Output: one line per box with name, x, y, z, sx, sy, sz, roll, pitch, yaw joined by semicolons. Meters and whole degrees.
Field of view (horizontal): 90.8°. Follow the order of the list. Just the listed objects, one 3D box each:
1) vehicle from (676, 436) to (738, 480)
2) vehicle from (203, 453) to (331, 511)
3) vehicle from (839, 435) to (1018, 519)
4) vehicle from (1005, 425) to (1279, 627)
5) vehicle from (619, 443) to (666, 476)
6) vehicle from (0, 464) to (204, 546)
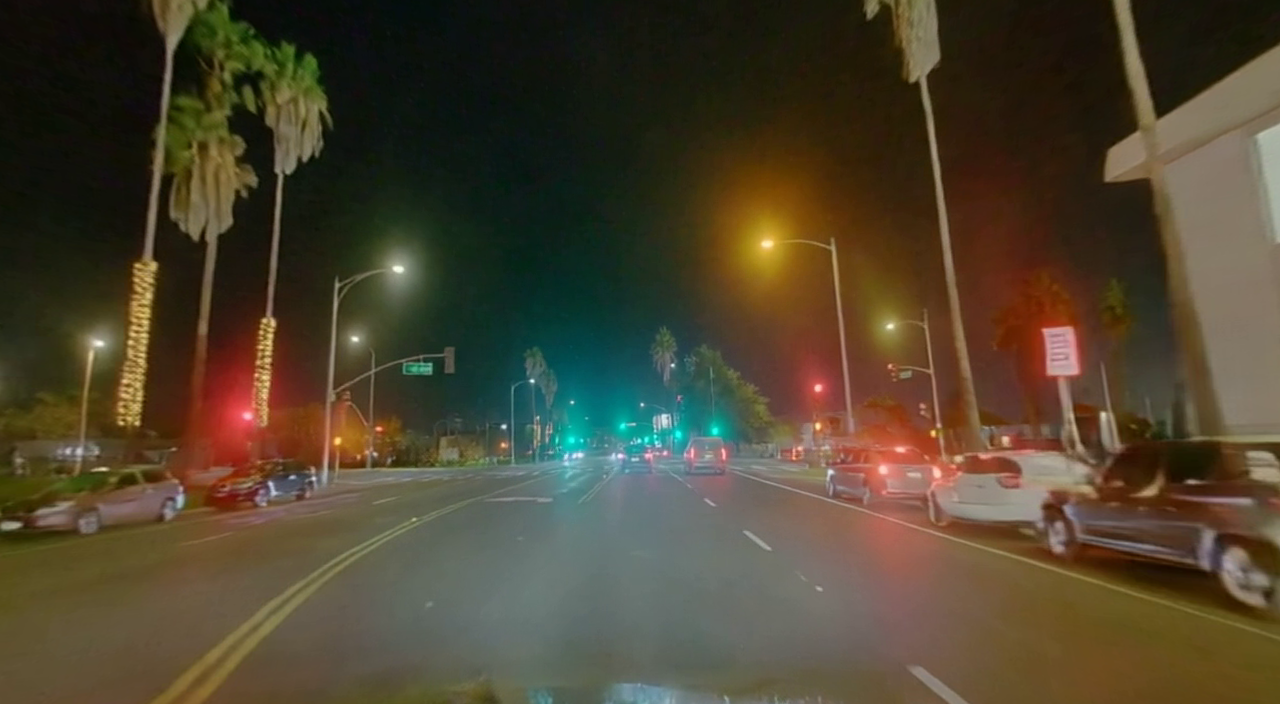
vehicle;2.731;4.445;26.770;2.003;1.702;4.288;0;-8;-2
vehicle;-12.672;4.482;21.818;1.949;1.682;4.094;-3;-11;-1
vehicle;6.417;2.809;14.744;2.157;1.640;4.228;0;-8;0
vehicle;6.300;1.603;6.412;2.174;1.643;4.860;0;-8;-2
vehicle;0.100;5.083;30.157;2.088;1.452;3.993;0;-8;-1
vehicle;-12.450;3.414;14.419;1.978;1.501;4.355;-3;-11;-2
